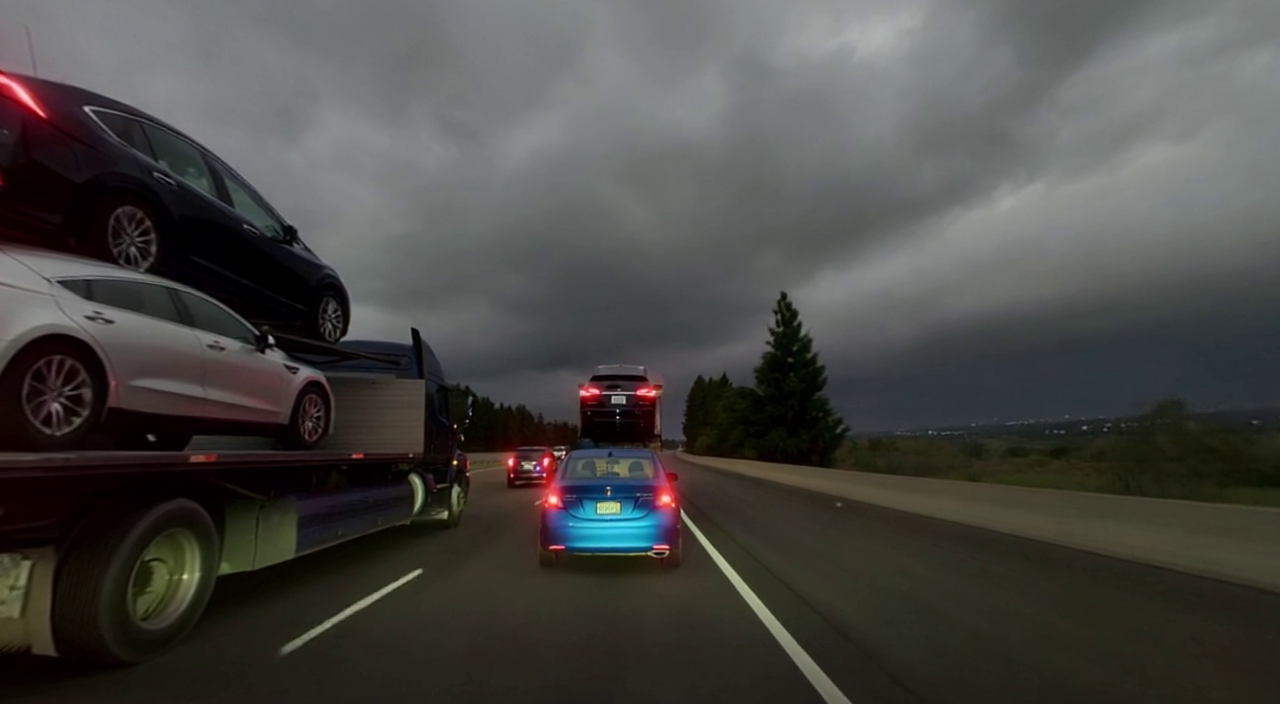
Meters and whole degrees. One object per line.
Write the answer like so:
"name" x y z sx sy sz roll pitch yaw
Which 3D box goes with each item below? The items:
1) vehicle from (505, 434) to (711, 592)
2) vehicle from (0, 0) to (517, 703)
"vehicle" -0.334 1.836 7.917 1.991 1.507 3.391 0 -9 -1
"vehicle" -4.628 0.792 9.492 2.836 4.059 14.286 0 -9 -1
